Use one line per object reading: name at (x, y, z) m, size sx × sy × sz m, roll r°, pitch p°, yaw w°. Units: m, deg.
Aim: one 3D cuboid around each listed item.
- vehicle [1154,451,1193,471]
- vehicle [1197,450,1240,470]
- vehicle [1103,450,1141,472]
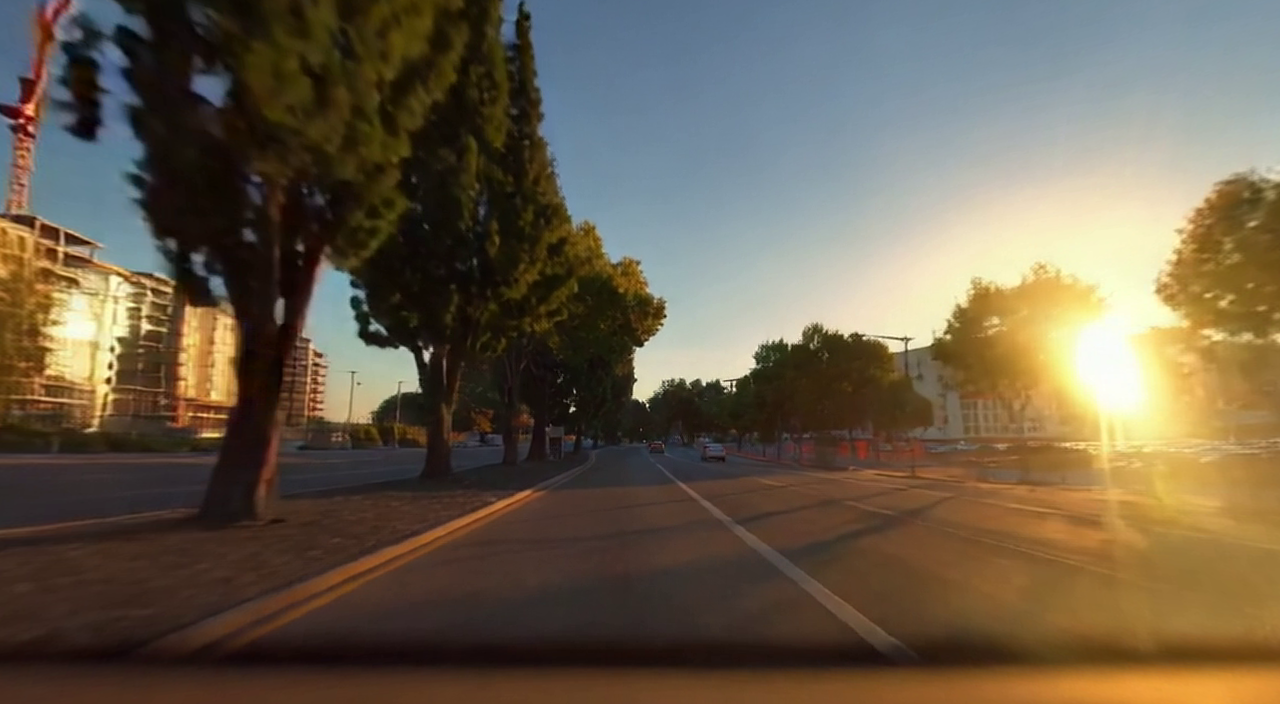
vehicle at (39.190, 7.981, 46.465) m, size 1.934 × 1.402 × 4.035 m, roll -7°, pitch -11°, yaw 38°
vehicle at (42.501, 7.911, 46.490) m, size 1.802 × 1.369 × 4.298 m, roll -7°, pitch -11°, yaw 36°
vehicle at (36.234, 8.155, 47.434) m, size 1.955 × 1.527 × 4.835 m, roll -8°, pitch -12°, yaw 38°
